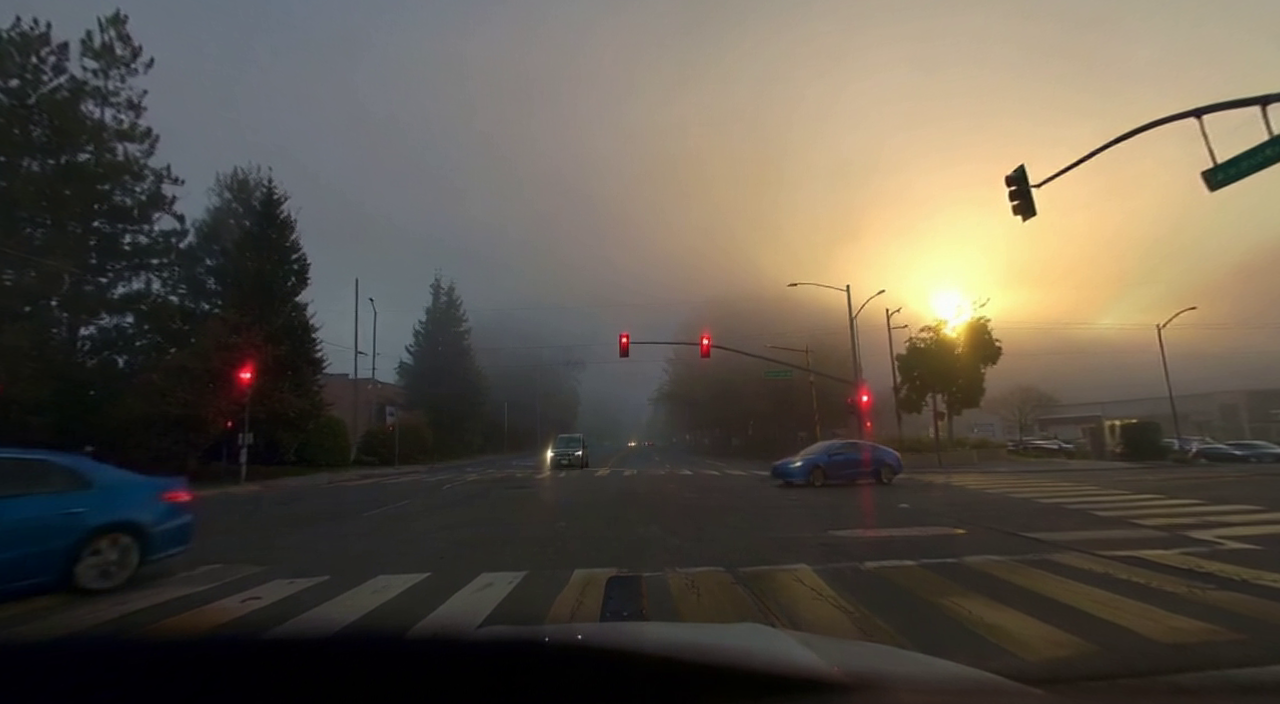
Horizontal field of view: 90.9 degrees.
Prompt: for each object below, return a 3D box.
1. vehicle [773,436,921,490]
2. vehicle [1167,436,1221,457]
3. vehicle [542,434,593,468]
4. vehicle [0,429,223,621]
[{"bbox_3d":[6.510,3.424,19.793,4.377,1.523,1.877,5,-10,-29],"label":"vehicle"},{"bbox_3d":[42.836,7.307,48.706,4.133,1.561,1.824,5,-10,-31],"label":"vehicle"},{"bbox_3d":[-3.673,5.119,32.836,2.140,1.638,4.259,0,-8,0],"label":"vehicle"},{"bbox_3d":[-6.052,1.339,4.814,1.864,1.482,4.528,-3,-9,17],"label":"vehicle"}]
